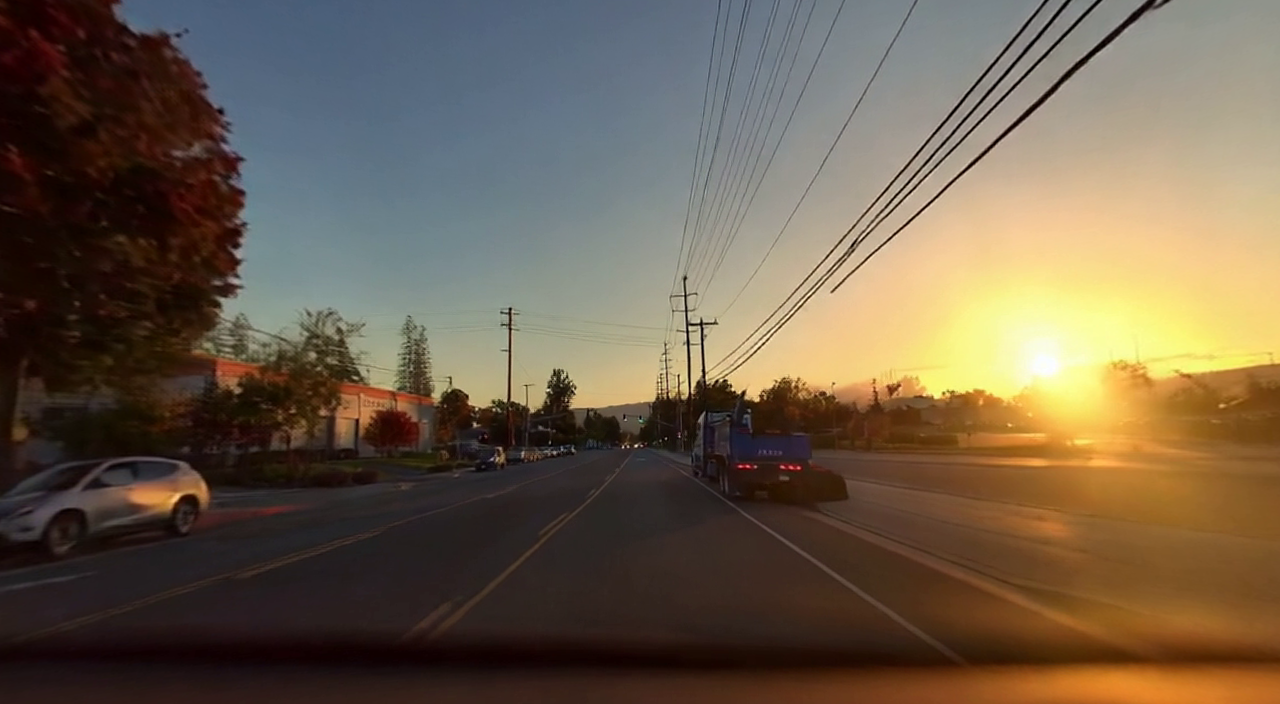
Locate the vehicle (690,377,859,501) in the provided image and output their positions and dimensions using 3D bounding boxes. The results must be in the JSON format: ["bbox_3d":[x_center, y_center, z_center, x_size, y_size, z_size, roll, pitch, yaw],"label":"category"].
[{"bbox_3d":[3.759,2.871,20.652,3.168,3.106,9.350,0,-8,-2],"label":"vehicle"}]

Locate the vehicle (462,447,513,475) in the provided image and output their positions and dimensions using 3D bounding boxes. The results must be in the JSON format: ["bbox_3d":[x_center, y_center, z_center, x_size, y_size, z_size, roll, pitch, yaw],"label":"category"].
[{"bbox_3d":[-8.682,6.246,36.396,1.939,1.480,4.632,0,-9,-3],"label":"vehicle"}]

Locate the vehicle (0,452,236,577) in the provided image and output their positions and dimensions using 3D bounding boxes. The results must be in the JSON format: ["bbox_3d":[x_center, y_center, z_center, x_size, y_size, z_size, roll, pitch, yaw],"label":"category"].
[{"bbox_3d":[-8.966,2.391,10.094,1.864,1.529,4.677,0,-9,1],"label":"vehicle"}]
